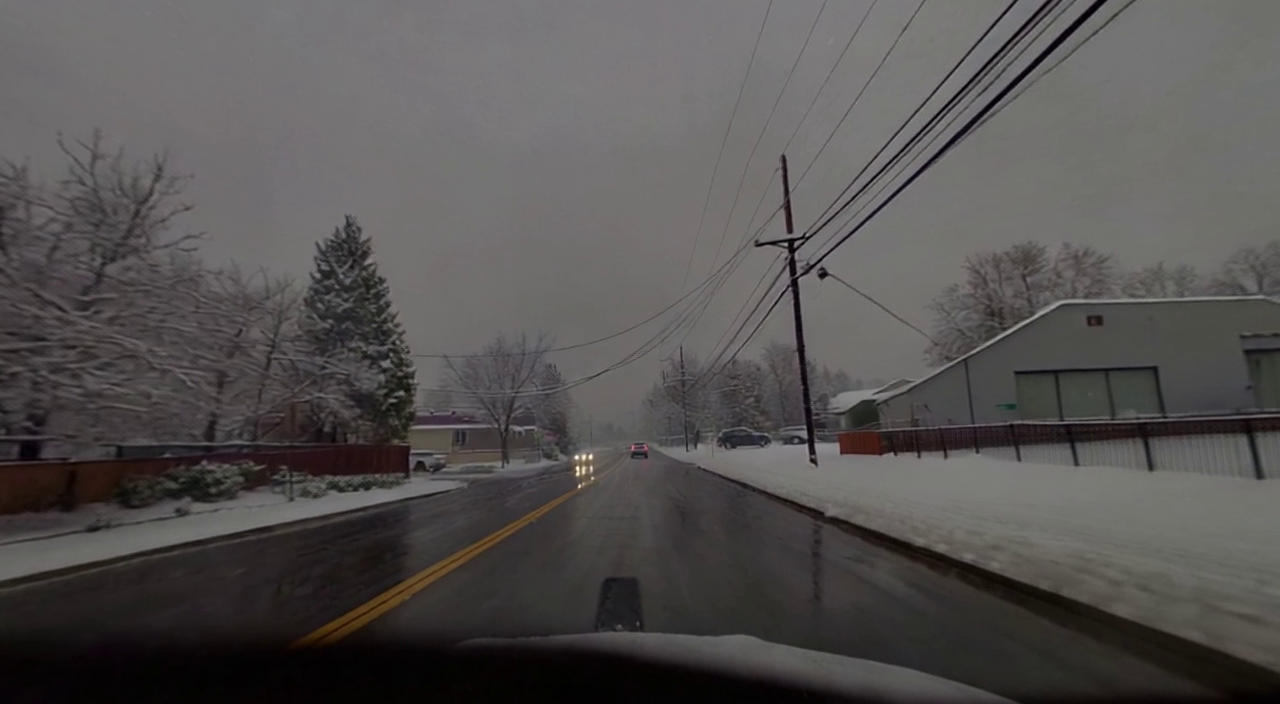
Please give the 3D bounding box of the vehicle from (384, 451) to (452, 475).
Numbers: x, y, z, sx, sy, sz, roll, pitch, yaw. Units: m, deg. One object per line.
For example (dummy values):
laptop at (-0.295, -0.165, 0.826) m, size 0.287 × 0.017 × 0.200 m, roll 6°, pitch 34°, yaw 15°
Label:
vehicle at (-17.129, 8.561, 49.015) m, size 4.556 × 1.767 × 2.023 m, roll 0°, pitch -9°, yaw -4°
